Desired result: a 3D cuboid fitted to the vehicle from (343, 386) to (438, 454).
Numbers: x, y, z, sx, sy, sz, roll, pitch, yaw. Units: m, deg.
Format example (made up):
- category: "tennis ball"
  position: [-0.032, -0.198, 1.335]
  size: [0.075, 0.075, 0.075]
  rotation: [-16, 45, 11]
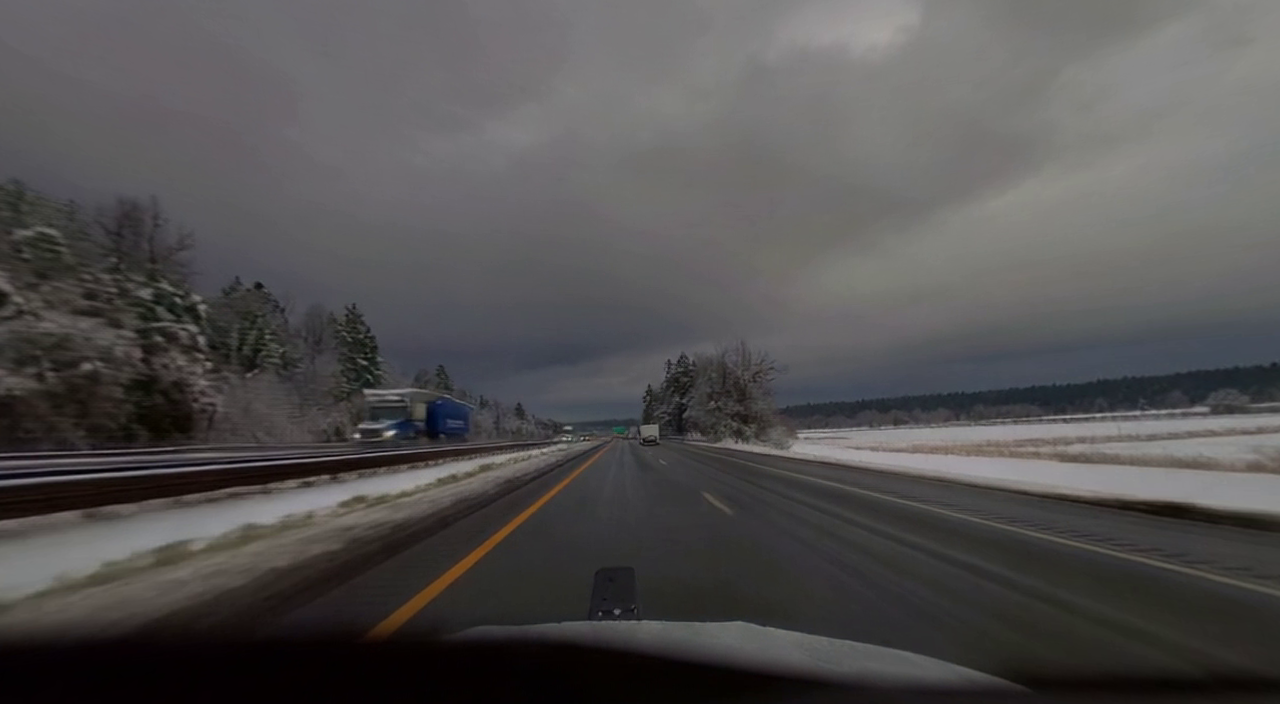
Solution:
- category: "vehicle"
  position: [-13.879, 3.919, 35.700]
  size: [2.970, 3.532, 5.981]
  rotation: [0, -8, -1]
